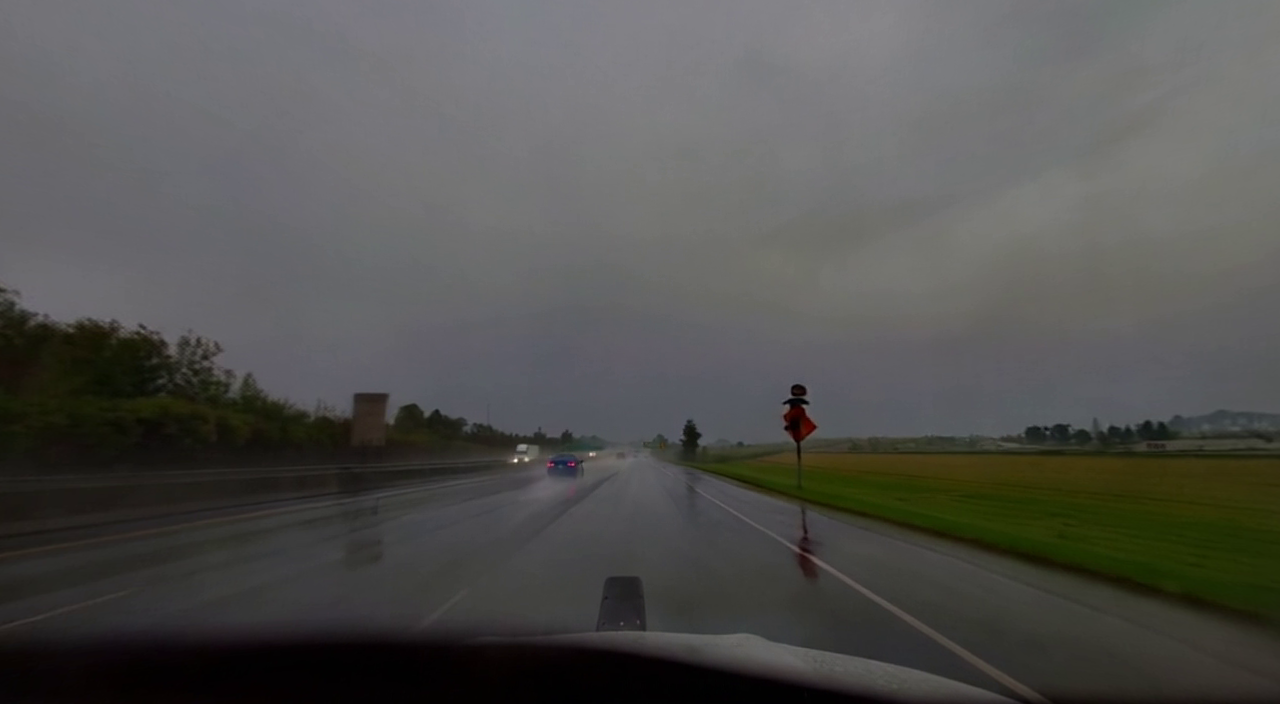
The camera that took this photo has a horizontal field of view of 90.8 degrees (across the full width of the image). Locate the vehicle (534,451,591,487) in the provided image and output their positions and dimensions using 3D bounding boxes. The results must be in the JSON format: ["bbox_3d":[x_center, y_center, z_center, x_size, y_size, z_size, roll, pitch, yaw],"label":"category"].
[{"bbox_3d":[-3.531,5.412,29.466,2.121,1.537,3.852,0,-9,0],"label":"vehicle"}]
